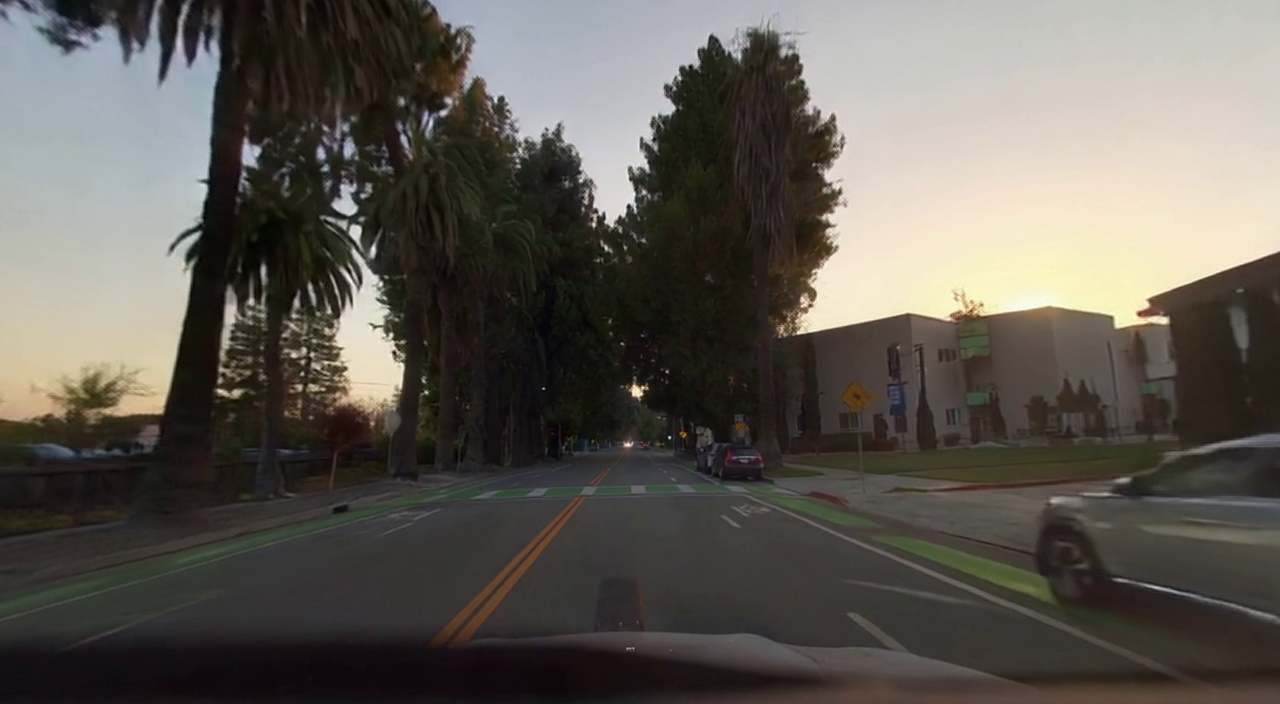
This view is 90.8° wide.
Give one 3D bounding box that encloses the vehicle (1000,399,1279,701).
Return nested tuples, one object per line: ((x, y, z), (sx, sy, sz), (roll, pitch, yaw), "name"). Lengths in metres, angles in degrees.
((4.747, 1.166, 3.867), (2.144, 1.720, 4.794), (0, -9, -1), "vehicle")

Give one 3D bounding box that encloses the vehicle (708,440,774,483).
((4.251, 4.674, 27.243), (1.997, 1.640, 4.494), (0, -9, -1), "vehicle")
